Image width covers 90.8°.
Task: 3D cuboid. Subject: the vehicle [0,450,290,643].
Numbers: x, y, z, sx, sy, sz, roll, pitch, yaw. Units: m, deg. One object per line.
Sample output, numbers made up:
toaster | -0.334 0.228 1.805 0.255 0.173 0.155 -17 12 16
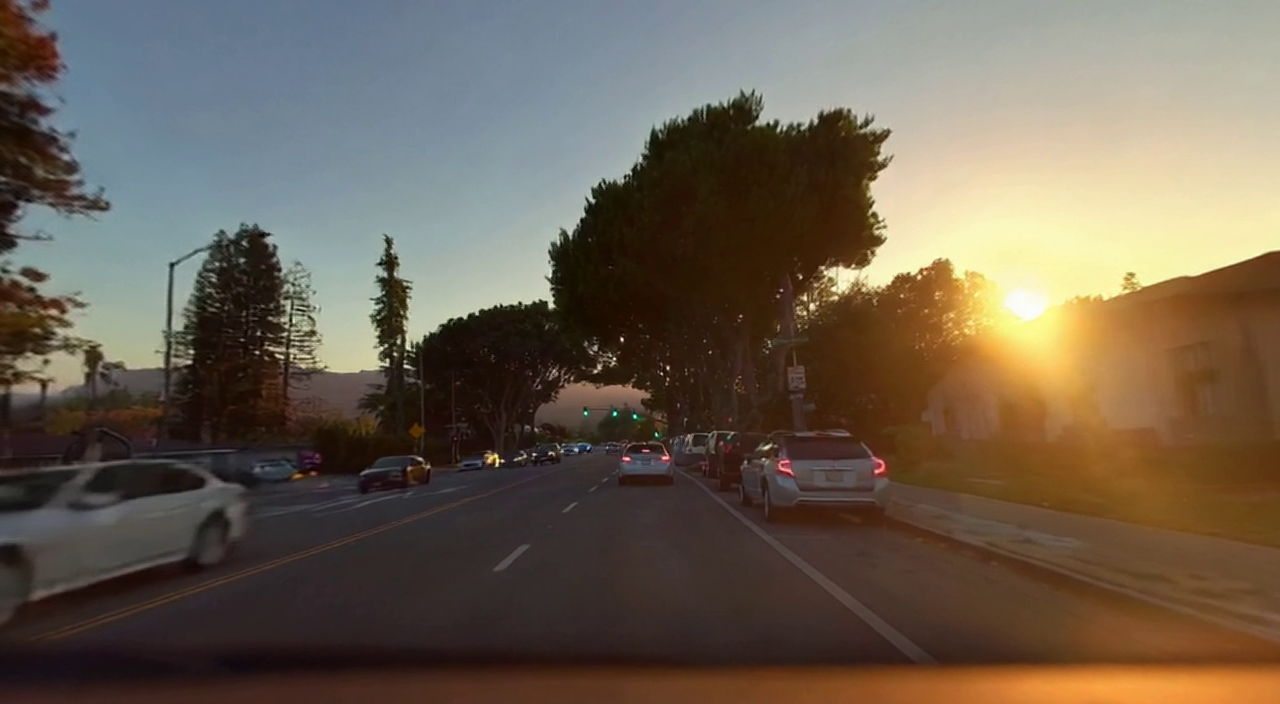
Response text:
vehicle | -6.013 1.806 6.614 1.981 1.498 4.701 -1 -9 0

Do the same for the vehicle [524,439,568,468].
vehicle | -6.264 6.846 42.591 2.175 1.820 4.643 0 -9 1

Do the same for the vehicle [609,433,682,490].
vehicle | 0.121 3.430 20.081 2.041 1.575 4.304 0 -9 -1

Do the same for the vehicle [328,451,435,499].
vehicle | -9.124 4.353 22.798 1.908 1.511 4.611 0 -9 0

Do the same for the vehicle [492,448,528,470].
vehicle | -9.444 7.799 46.111 1.908 1.492 3.699 -2 -9 -1

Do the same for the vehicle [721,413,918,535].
vehicle | 2.874 2.104 11.419 2.060 1.733 4.639 0 -9 -1

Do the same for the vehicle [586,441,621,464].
vehicle | -2.487 6.973 43.894 2.117 1.528 4.277 0 -9 1
